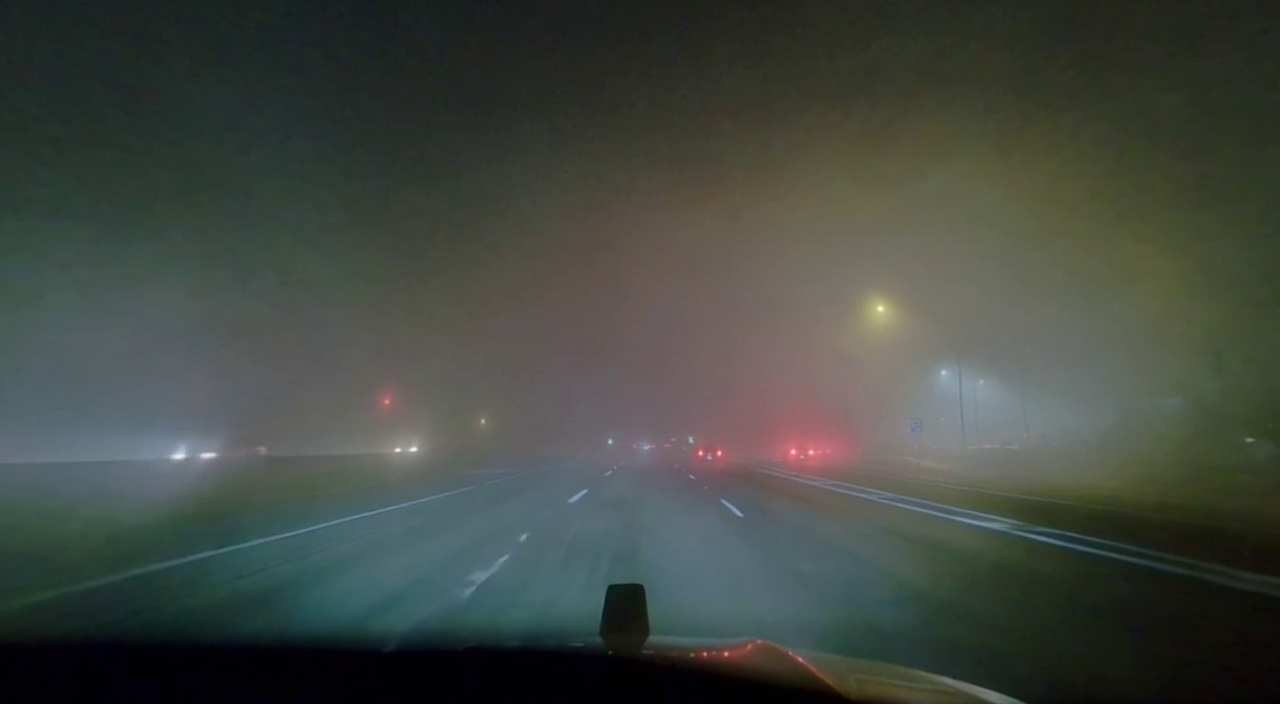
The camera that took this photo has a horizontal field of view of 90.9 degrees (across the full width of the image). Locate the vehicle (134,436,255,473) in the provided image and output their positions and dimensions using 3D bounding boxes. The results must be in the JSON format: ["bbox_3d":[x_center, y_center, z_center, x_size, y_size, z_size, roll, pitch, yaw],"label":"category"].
[{"bbox_3d":[-21.426,4.950,30.663,2.023,1.607,5.149,0,-8,1],"label":"vehicle"}]

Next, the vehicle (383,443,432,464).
[{"bbox_3d":[-17.401,7.607,47.469,1.913,1.440,4.374,0,-8,2],"label":"vehicle"}]

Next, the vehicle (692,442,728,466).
[{"bbox_3d":[4.547,6.657,41.474,1.912,1.478,4.125,0,-8,0],"label":"vehicle"}]
